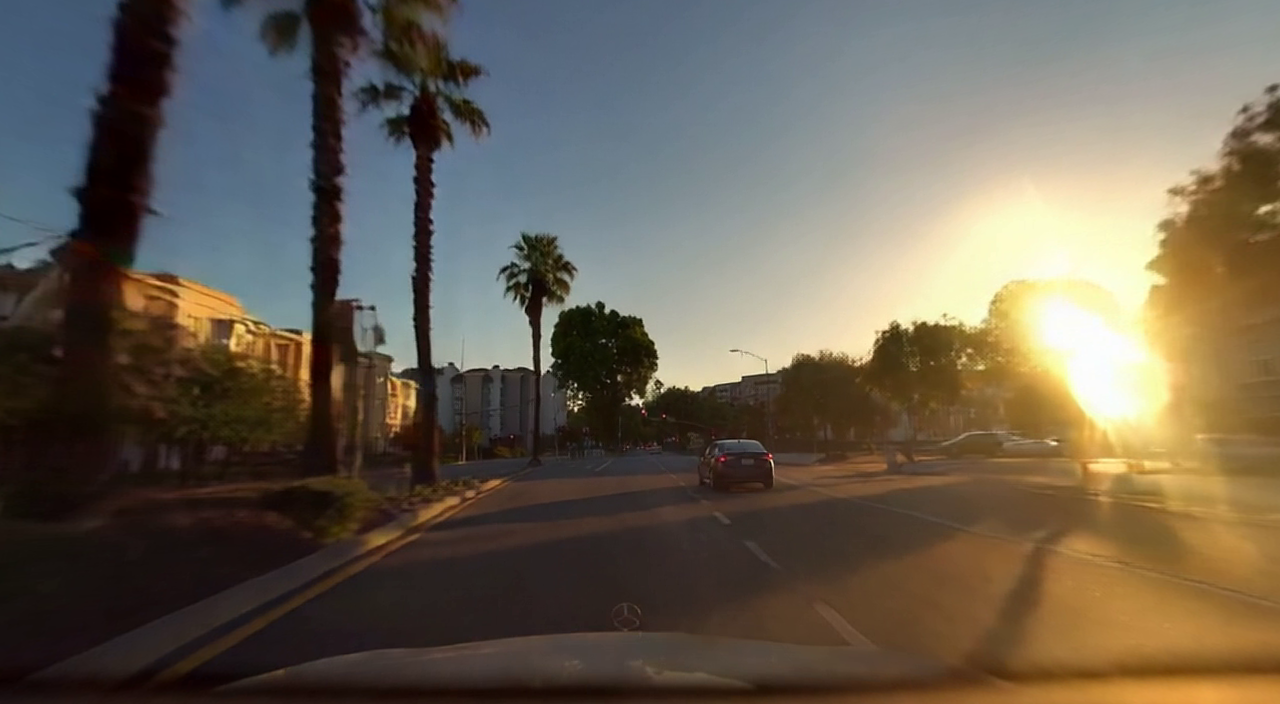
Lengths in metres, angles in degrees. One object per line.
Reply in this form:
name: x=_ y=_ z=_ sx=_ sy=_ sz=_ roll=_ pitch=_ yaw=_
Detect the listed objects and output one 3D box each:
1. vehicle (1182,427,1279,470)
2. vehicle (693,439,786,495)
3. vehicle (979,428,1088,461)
vehicle: x=22.185 y=3.383 z=22.235 sx=4.472 sy=1.451 sz=1.842 roll=0 pitch=-8 yaw=-1
vehicle: x=2.819 y=3.359 z=18.911 sx=1.964 sy=1.448 sz=4.295 roll=0 pitch=-8 yaw=-2
vehicle: x=22.290 y=5.241 z=35.909 sx=4.781 sy=1.600 sz=1.986 roll=-3 pitch=-8 yaw=1
